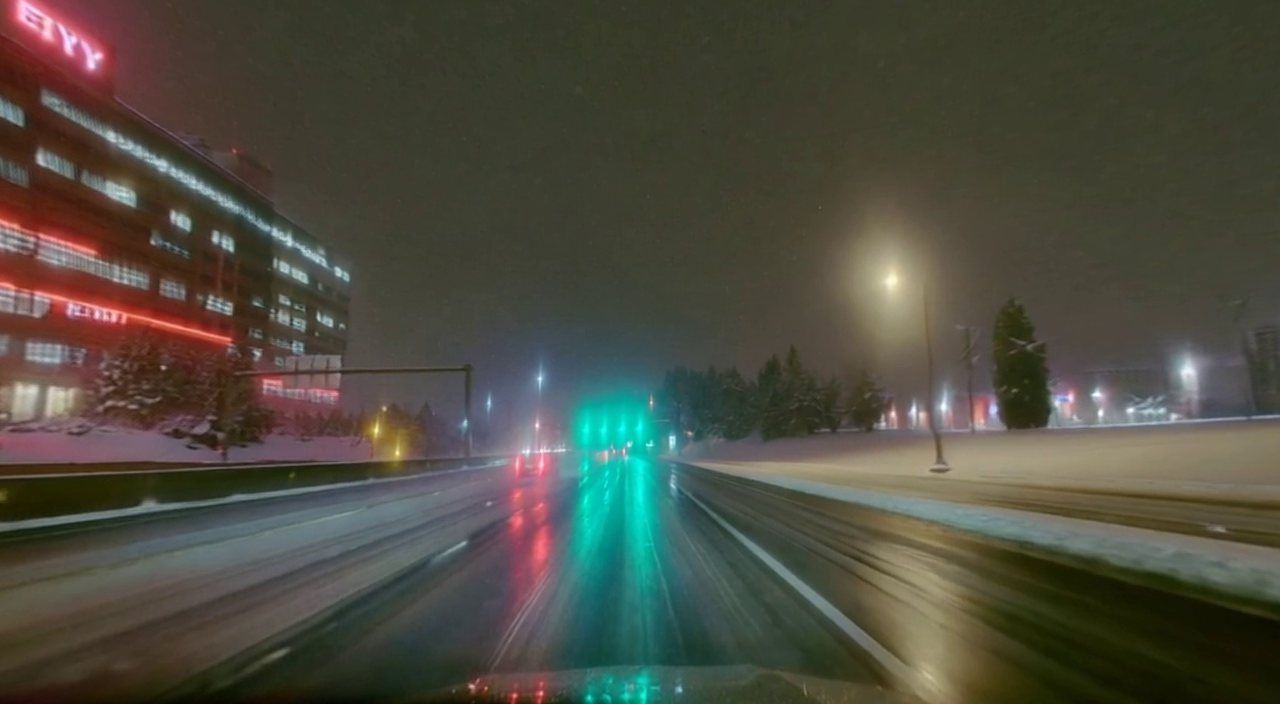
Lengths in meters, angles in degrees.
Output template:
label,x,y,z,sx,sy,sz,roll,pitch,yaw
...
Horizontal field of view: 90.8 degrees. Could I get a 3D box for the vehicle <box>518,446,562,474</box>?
label,x,y,z,sx,sy,sz,roll,pitch,yaw
vehicle,-5.815,6.313,37.014,1.943,1.510,4.201,0,-9,-1
